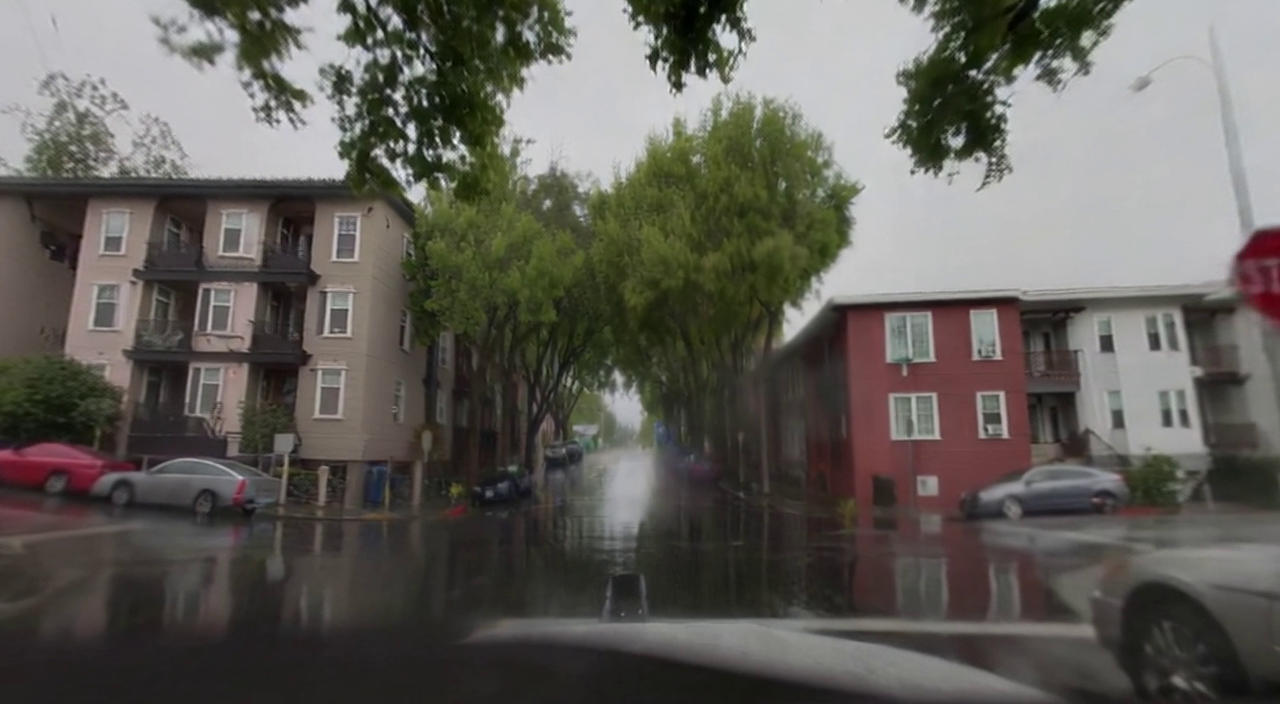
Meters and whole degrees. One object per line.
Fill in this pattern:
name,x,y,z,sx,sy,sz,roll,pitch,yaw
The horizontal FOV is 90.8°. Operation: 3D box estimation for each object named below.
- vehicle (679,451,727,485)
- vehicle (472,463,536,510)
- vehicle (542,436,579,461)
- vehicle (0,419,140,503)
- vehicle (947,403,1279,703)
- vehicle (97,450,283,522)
vehicle,3.413,6.423,35.355,2.051,1.526,4.673,0,-6,-2
vehicle,-5.873,5.825,27.721,1.987,1.662,4.141,-2,-8,-1
vehicle,-6.181,7.523,49.358,2.101,1.732,4.119,-3,-7,3
vehicle,-19.132,3.369,19.956,4.665,1.866,2.002,10,-10,-1
vehicle,3.350,0.946,2.160,2.064,1.548,5.186,0,-8,1
vehicle,-13.998,4.197,19.862,4.243,1.676,1.844,6,-12,1
